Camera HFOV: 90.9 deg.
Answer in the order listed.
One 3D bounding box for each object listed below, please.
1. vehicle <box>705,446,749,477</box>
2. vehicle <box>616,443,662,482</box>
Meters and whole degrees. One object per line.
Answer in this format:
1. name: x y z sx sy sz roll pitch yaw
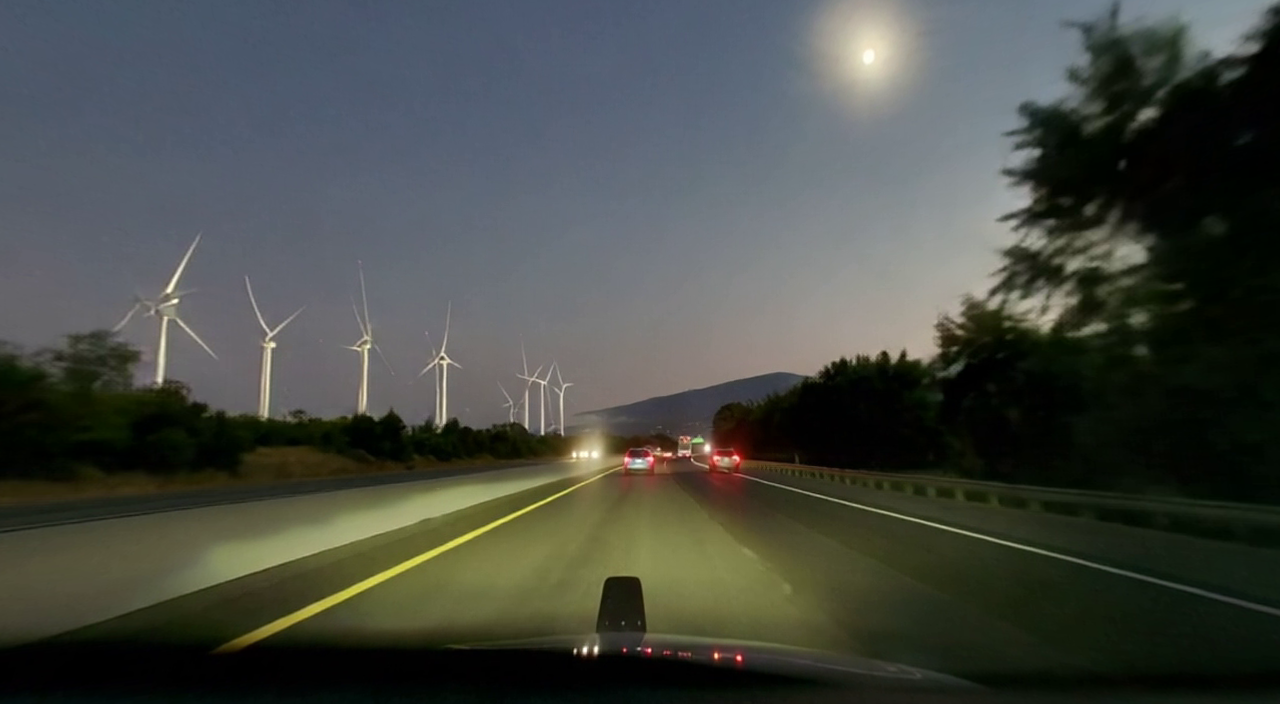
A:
1. vehicle: 5.065 6.446 37.290 2.040 1.721 4.507 0 -9 1
2. vehicle: -0.024 5.195 29.819 2.038 1.723 4.150 0 -9 0
